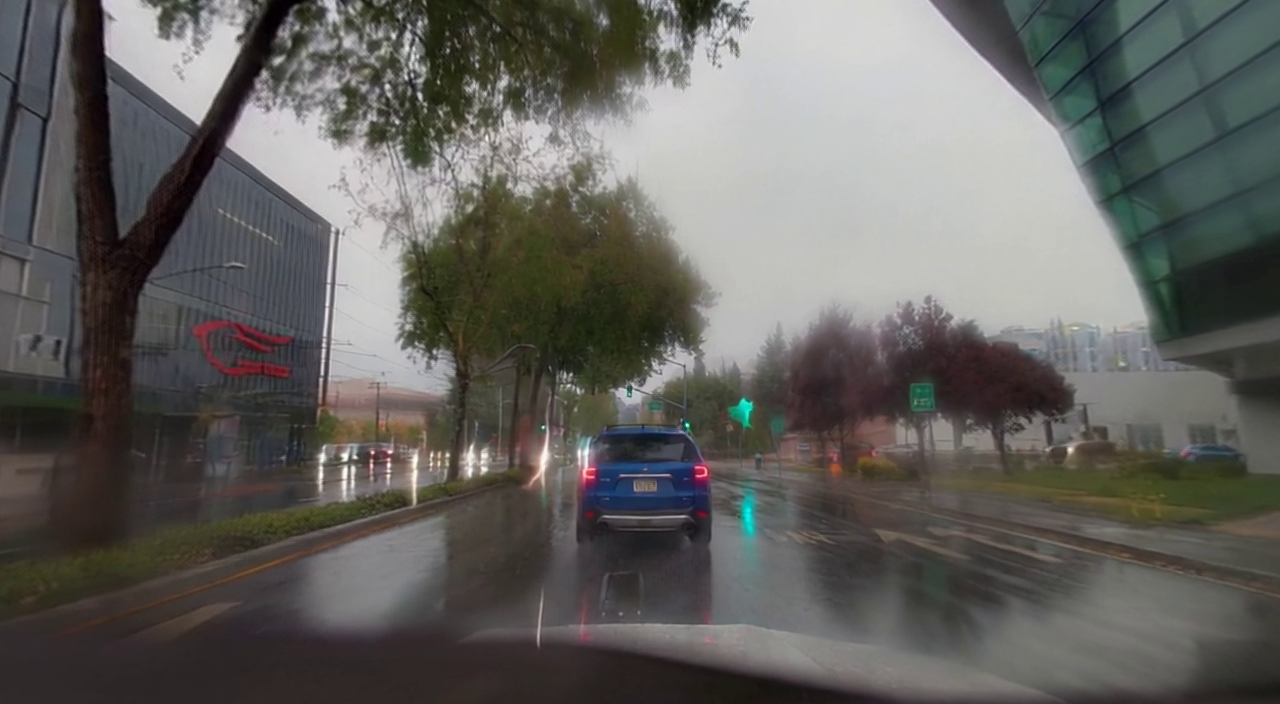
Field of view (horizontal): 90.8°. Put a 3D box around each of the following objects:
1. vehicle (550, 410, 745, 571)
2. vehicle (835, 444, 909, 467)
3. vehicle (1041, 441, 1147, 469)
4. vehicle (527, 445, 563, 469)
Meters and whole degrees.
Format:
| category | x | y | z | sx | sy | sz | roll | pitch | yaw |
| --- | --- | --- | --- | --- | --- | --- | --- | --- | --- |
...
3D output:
| category | x | y | z | sx | sy | sz | roll | pitch | yaw |
| --- | --- | --- | --- | --- | --- | --- | --- | --- | --- |
| vehicle | -0.003 | 1.850 | 9.168 | 2.183 | 1.765 | 4.059 | 0 | -9 | -3 |
| vehicle | 16.153 | 7.194 | 44.055 | 4.422 | 1.563 | 1.751 | 0 | -8 | -2 |
| vehicle | 26.561 | 6.043 | 37.064 | 4.571 | 1.558 | 2.171 | 0 | -9 | -2 |
| vehicle | -6.910 | 7.678 | 46.484 | 2.028 | 1.655 | 4.189 | 0 | -9 | 0 |
